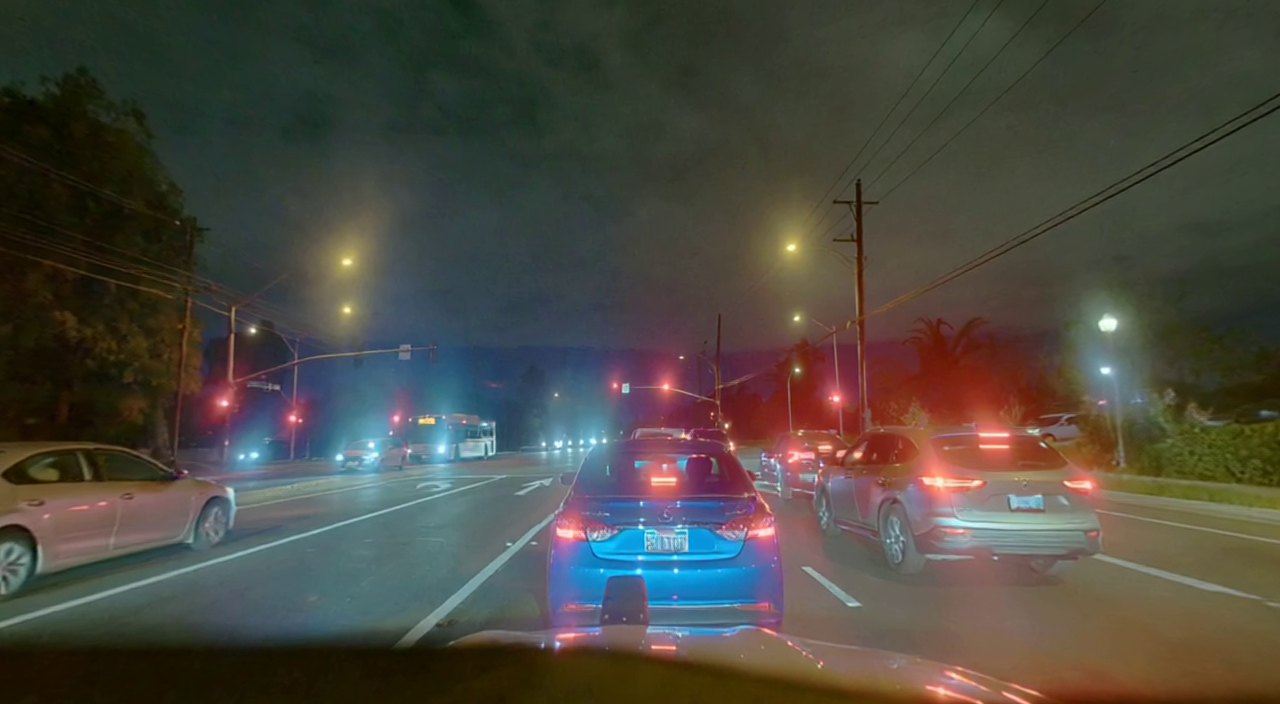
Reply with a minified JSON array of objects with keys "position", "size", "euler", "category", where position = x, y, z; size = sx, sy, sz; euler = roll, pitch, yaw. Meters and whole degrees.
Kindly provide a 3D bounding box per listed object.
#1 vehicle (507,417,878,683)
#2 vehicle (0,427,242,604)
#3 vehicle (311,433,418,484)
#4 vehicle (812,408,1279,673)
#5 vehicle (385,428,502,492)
[{"position":[0.279,1.417,5.646],"size":[2.109,1.483,3.964],"euler":[0,-8,-1],"category":"vehicle"},{"position":[-6.419,1.517,6.178],"size":[1.955,1.497,4.639],"euler":[-1,-8,1],"category":"vehicle"},{"position":[-10.617,4.114,24.795],"size":[1.981,1.766,4.870],"euler":[-1,-8,0],"category":"vehicle"},{"position":[3.123,1.396,5.802],"size":[1.870,1.523,4.096],"euler":[0,-8,-1],"category":"vehicle"},{"position":[-6.258,3.494,20.897],"size":[2.070,1.824,5.196],"euler":[-1,-8,2],"category":"vehicle"}]
